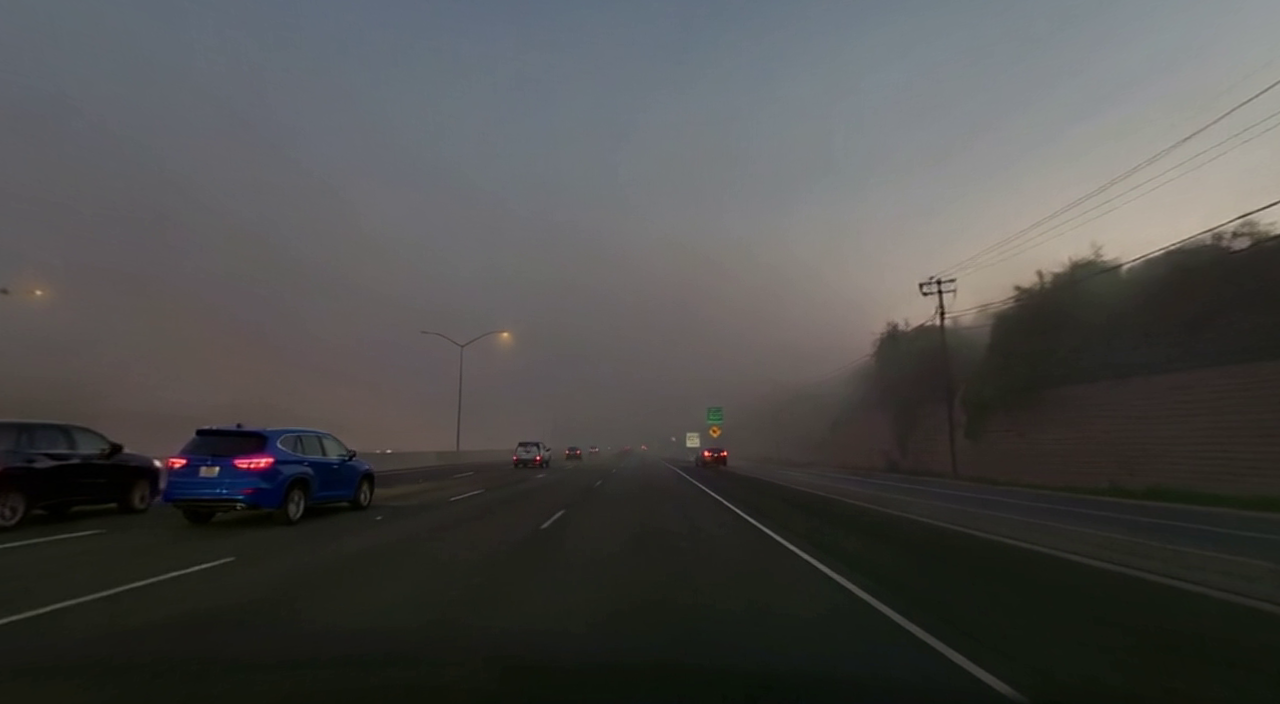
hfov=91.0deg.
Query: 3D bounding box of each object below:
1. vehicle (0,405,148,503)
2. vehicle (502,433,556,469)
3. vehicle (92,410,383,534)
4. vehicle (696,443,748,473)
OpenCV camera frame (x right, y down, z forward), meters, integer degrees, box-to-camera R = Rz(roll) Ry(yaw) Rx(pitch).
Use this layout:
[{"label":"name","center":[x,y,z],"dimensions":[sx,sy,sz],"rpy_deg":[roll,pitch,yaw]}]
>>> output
[{"label":"vehicle","center":[-13.814,2.139,13.307],"dimensions":[2.162,1.922,5.732],"rpy_deg":[0,-9,0]},{"label":"vehicle","center":[-6.448,5.820,37.100],"dimensions":[2.255,1.934,4.868],"rpy_deg":[0,-9,0]},{"label":"vehicle","center":[-6.543,2.015,11.091],"dimensions":[2.058,1.698,4.567],"rpy_deg":[0,-9,0]},{"label":"vehicle","center":[4.507,5.920,35.455],"dimensions":[2.251,1.520,4.550],"rpy_deg":[1,-9,-1]}]
